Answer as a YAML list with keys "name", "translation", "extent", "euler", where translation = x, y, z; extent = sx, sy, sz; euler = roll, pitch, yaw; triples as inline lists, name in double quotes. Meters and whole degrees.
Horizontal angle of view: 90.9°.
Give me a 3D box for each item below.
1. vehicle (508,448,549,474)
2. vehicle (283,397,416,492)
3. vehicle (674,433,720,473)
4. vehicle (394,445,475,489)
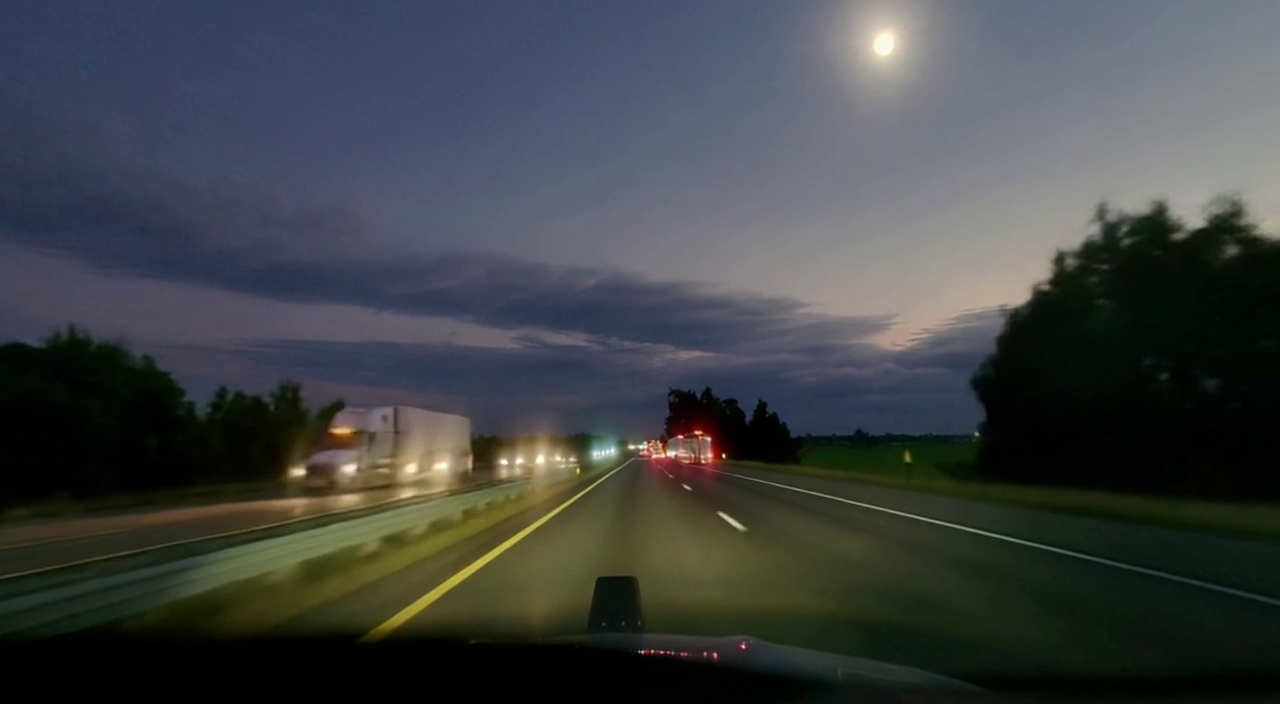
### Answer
- name: "vehicle"
  translation: [-8.515, 8.358, 48.688]
  extent: [2.140, 1.850, 5.186]
  euler: [0, -9, 1]
- name: "vehicle"
  translation: [-13.263, 4.332, 29.460]
  extent: [3.328, 3.980, 5.765]
  euler: [0, -9, 0]
- name: "vehicle"
  translation: [3.823, 6.948, 43.413]
  extent: [2.472, 2.562, 5.594]
  euler: [0, -9, -2]
- name: "vehicle"
  translation: [-9.142, 5.126, 28.518]
  extent: [2.072, 1.794, 4.732]
  euler: [0, -9, -1]
